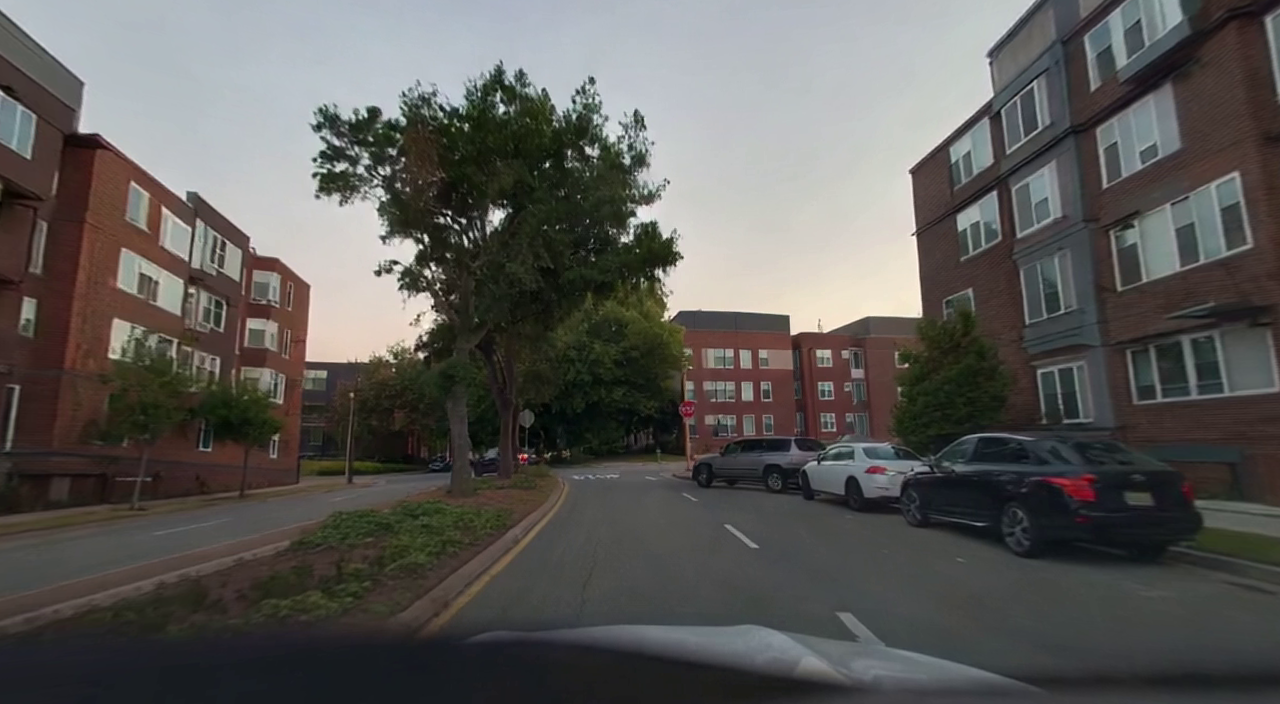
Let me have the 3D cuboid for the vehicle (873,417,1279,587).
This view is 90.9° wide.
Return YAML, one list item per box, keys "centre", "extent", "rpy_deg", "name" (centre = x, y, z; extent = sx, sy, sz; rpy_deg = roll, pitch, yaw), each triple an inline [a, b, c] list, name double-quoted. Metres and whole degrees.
- centre: [4.928, 1.742, 8.054]
  extent: [1.989, 1.503, 4.594]
  rpy_deg: [1, -9, -2]
  name: "vehicle"

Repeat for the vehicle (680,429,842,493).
- centre: [3.385, 3.269, 18.738]
  extent: [2.065, 1.529, 4.709]
  rpy_deg: [1, -11, -29]
  name: "vehicle"

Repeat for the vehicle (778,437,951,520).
- centre: [4.638, 2.656, 14.008]
  extent: [1.758, 1.454, 5.088]
  rpy_deg: [0, -8, -3]
  name: "vehicle"

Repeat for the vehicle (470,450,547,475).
- centre: [-8.438, 7.036, 40.340]
  extent: [4.654, 1.503, 1.951]
  rpy_deg: [-5, -10, 30]
  name: "vehicle"
